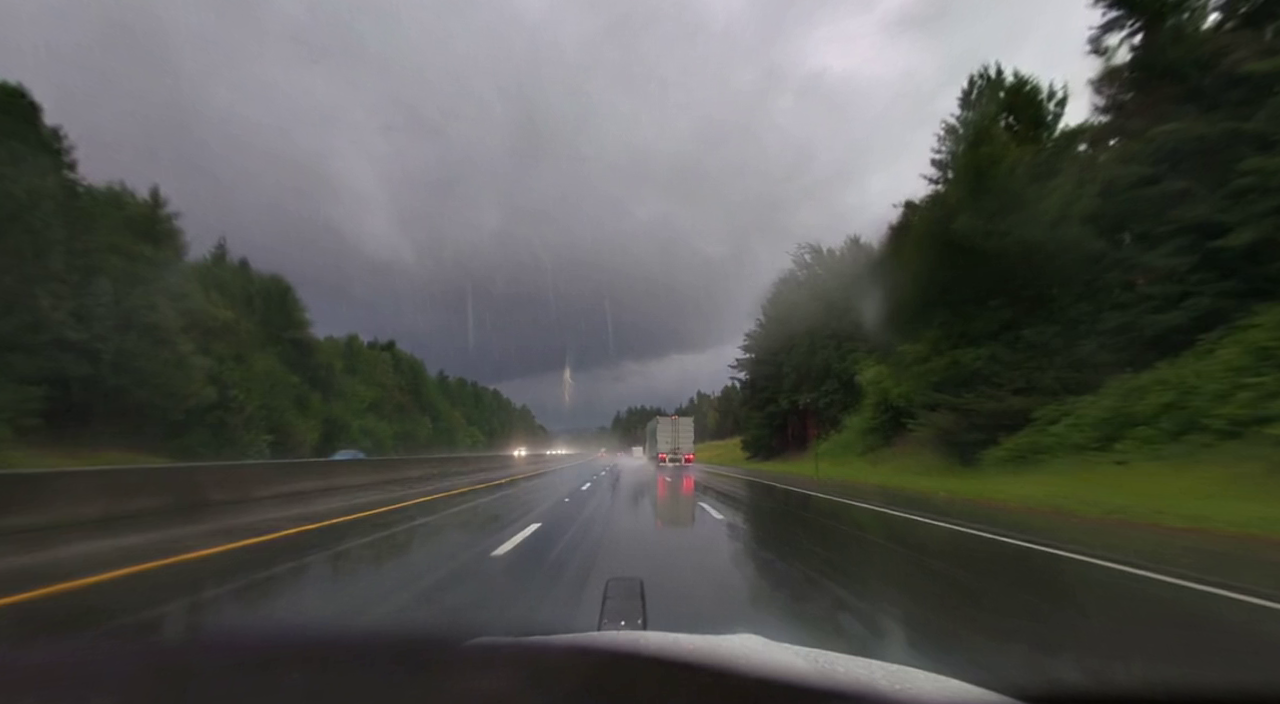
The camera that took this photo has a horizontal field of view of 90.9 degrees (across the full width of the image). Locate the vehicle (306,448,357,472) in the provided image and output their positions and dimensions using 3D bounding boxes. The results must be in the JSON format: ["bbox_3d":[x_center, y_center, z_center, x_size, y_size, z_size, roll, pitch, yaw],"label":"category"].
[{"bbox_3d":[-20.157,7.029,41.290,1.636,1.467,3.540,0,-9,-2],"label":"vehicle"}]
